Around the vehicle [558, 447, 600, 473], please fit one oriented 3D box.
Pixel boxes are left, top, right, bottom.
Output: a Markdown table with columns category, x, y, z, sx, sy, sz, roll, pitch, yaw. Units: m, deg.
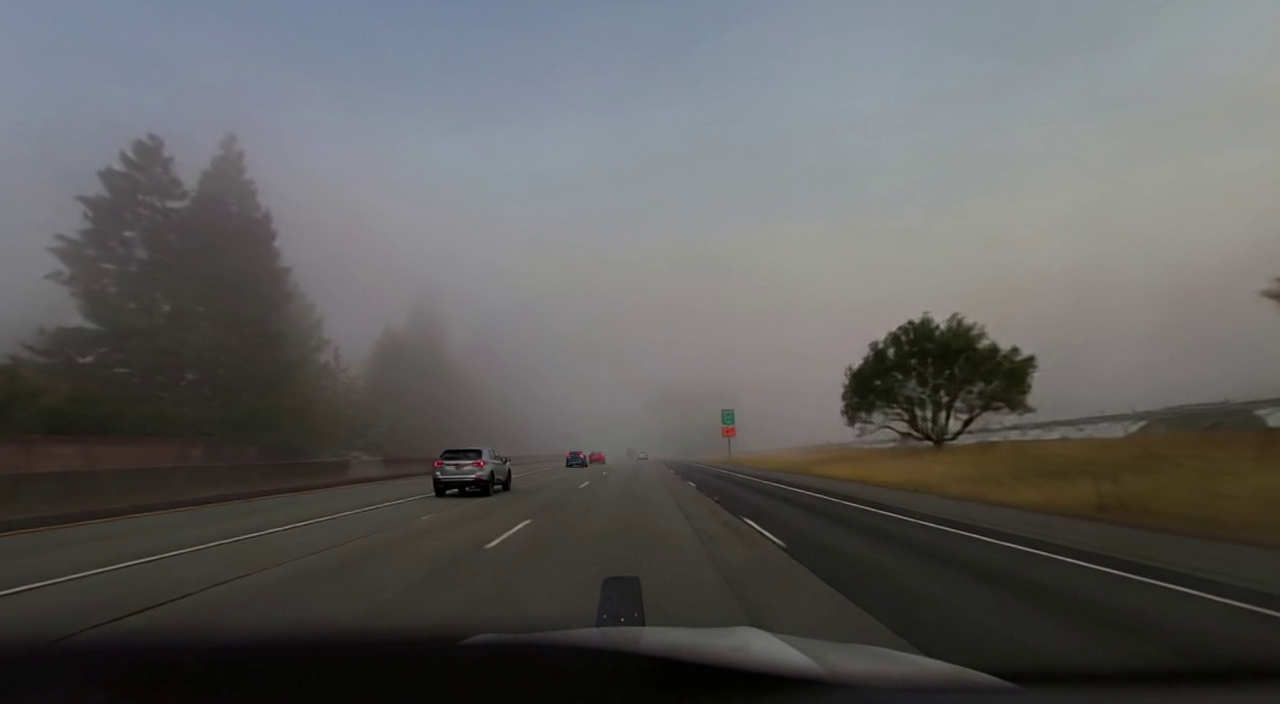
| category | x | y | z | sx | sy | sz | roll | pitch | yaw |
| --- | --- | --- | --- | --- | --- | --- | --- | --- | --- |
| vehicle | -3.537 | 6.355 | 37.223 | 2.005 | 1.474 | 3.921 | 0 | -9 | 1 |

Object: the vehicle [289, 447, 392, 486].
| category | x | y | z | sx | sy | sz | roll | pitch | yaw |
| --- | --- | --- | --- | --- | --- | --- | --- | --- | --- |
| vehicle | -13.470 | 5.161 | 28.817 | 2.009 | 1.590 | 5.425 | 0 | -9 | 0 |

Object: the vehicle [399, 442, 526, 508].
| category | x | y | z | sx | sy | sz | roll | pitch | yaw |
| --- | --- | --- | --- | --- | --- | --- | --- | --- | --- |
| vehicle | -4.503 | 3.190 | 16.816 | 1.975 | 1.501 | 4.603 | 0 | -9 | 1 |
